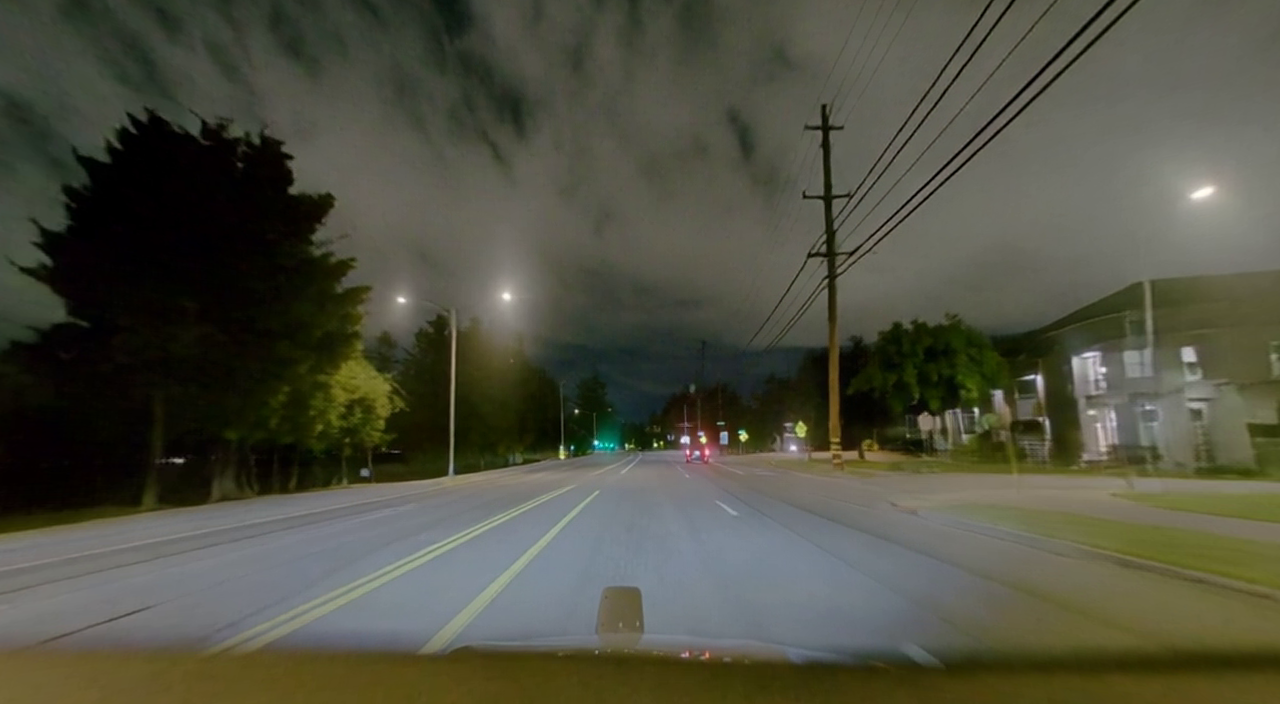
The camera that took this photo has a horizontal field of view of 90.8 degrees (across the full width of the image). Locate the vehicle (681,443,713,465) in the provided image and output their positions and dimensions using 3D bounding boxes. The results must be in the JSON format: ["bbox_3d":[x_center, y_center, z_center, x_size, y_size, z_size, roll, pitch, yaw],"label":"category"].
[{"bbox_3d":[4.100,7.386,45.933,2.015,1.467,4.117,0,-8,1],"label":"vehicle"}]

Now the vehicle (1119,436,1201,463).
[{"bbox_3d":[28.800,5.421,35.174,1.751,1.408,4.127,-2,-9,12],"label":"vehicle"}]
